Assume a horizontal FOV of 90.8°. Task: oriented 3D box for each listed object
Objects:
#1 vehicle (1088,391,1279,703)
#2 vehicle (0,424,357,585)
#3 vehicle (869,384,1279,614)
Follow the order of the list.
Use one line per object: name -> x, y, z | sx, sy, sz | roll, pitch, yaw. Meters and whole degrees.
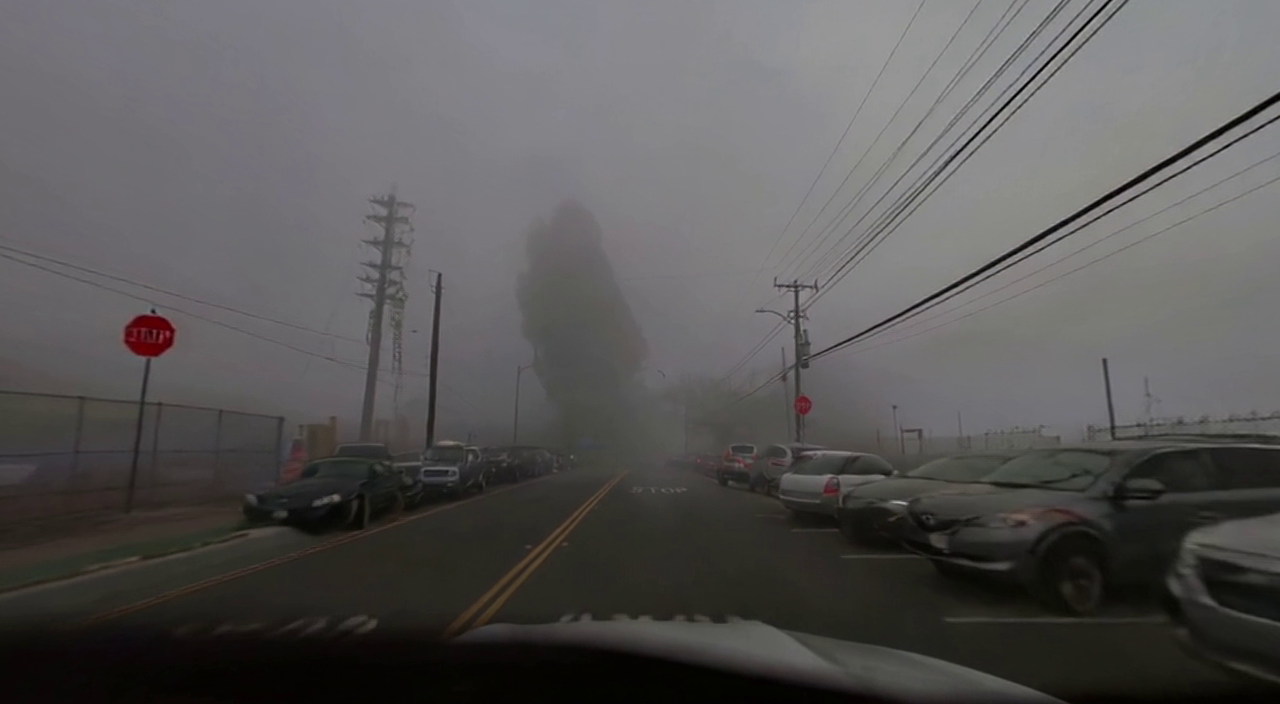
vehicle -> 4.907, 0.994, 2.938 | 4.104, 1.603, 1.968 | 0, -8, -1
vehicle -> -6.116, 1.578, 6.926 | 5.099, 1.491, 1.868 | 0, -8, -1
vehicle -> 4.518, 1.358, 5.692 | 4.100, 1.546, 2.092 | 3, -14, 0
